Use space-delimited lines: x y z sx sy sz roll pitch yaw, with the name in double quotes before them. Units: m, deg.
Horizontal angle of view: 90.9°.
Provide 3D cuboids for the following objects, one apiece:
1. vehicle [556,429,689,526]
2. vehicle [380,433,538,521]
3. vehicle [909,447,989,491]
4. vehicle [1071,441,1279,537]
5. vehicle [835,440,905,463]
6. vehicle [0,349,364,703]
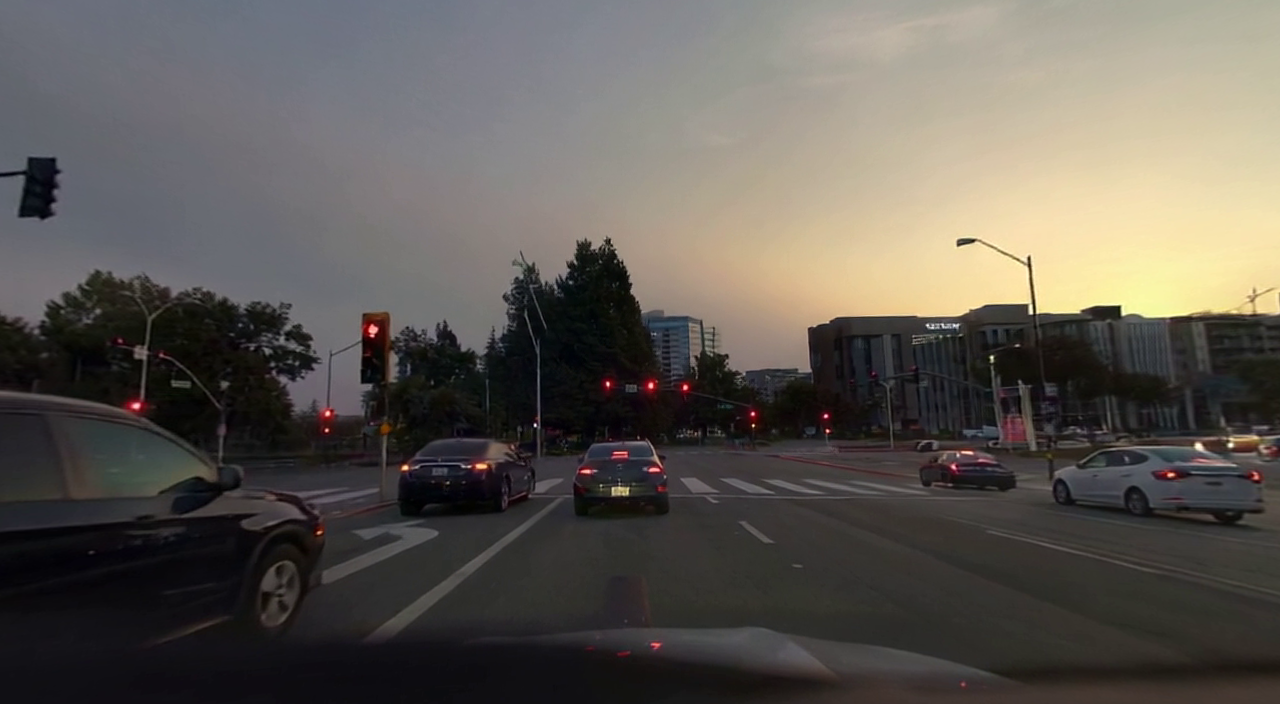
"vehicle" -0.307 2.252 11.844 2.059 1.477 3.988 0 -8 -1
"vehicle" -3.461 2.460 12.995 1.939 1.474 4.327 0 -8 0
"vehicle" 12.488 4.707 25.739 1.935 1.435 4.141 3 -8 12
"vehicle" 10.724 2.463 12.071 1.936 1.474 4.331 0 -8 1
"vehicle" 17.240 7.431 47.221 5.064 1.670 1.966 4 -10 -29
"vehicle" -3.451 0.955 3.147 2.057 1.678 4.639 0 -8 0
